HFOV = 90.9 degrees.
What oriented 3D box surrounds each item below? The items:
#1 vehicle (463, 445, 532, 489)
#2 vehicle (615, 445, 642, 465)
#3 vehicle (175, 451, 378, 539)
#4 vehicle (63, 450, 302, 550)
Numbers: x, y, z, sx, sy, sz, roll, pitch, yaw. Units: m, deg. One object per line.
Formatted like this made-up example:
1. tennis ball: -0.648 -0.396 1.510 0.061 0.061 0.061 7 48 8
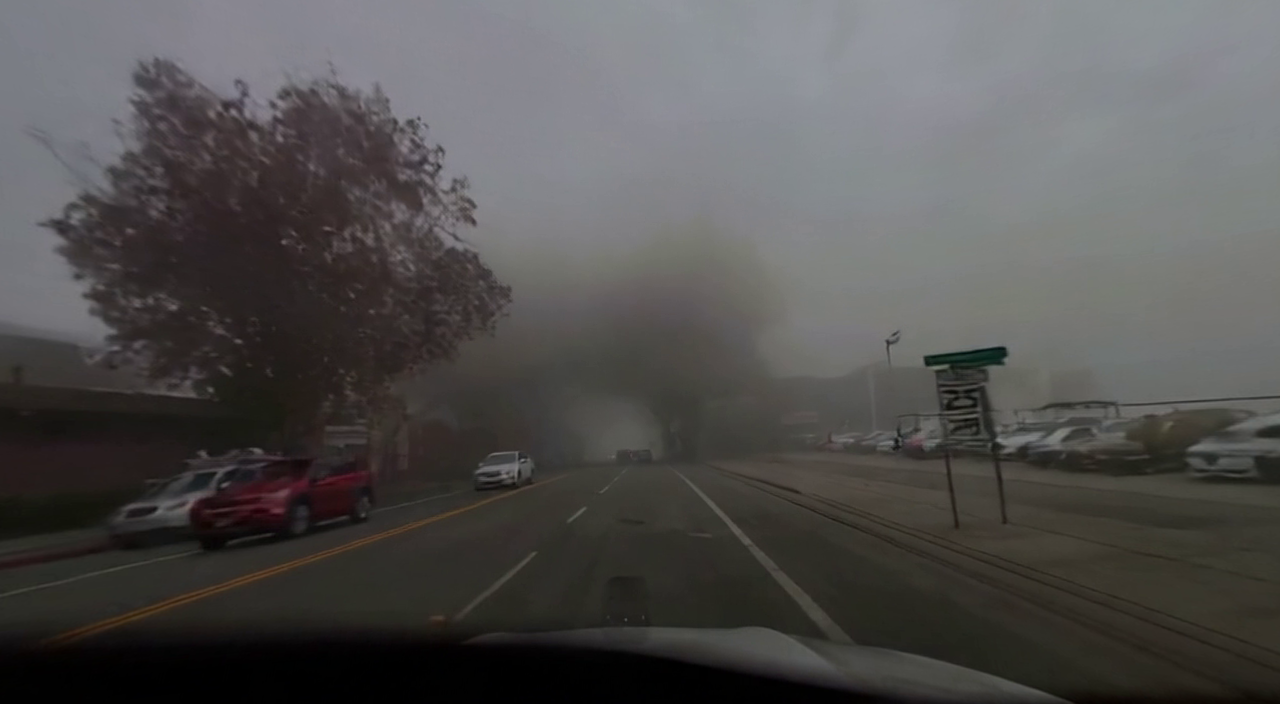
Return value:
1. vehicle: -6.099 4.947 27.534 2.030 1.701 4.559 0 -8 -1
2. vehicle: -0.892 7.913 48.465 2.020 1.478 3.922 0 -8 -2
3. vehicle: -8.160 3.191 14.793 2.038 1.670 4.468 0 -8 1
4. vehicle: -11.034 3.521 15.917 2.102 2.004 5.285 0 -8 -1
